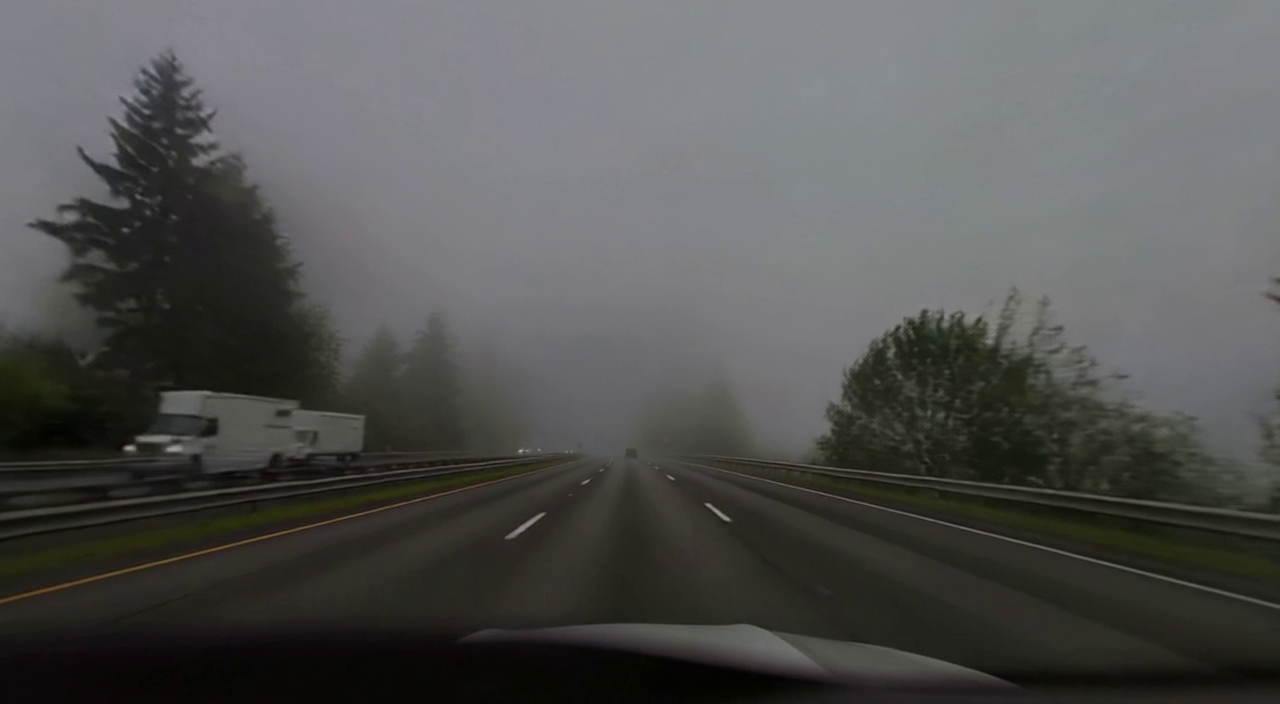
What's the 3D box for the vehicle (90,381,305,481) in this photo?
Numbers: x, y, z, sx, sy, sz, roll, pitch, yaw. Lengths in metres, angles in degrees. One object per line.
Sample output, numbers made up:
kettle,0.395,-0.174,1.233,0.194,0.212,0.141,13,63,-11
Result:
vehicle,-16.151,3.082,23.910,2.828,3.195,7.192,0,-9,0
